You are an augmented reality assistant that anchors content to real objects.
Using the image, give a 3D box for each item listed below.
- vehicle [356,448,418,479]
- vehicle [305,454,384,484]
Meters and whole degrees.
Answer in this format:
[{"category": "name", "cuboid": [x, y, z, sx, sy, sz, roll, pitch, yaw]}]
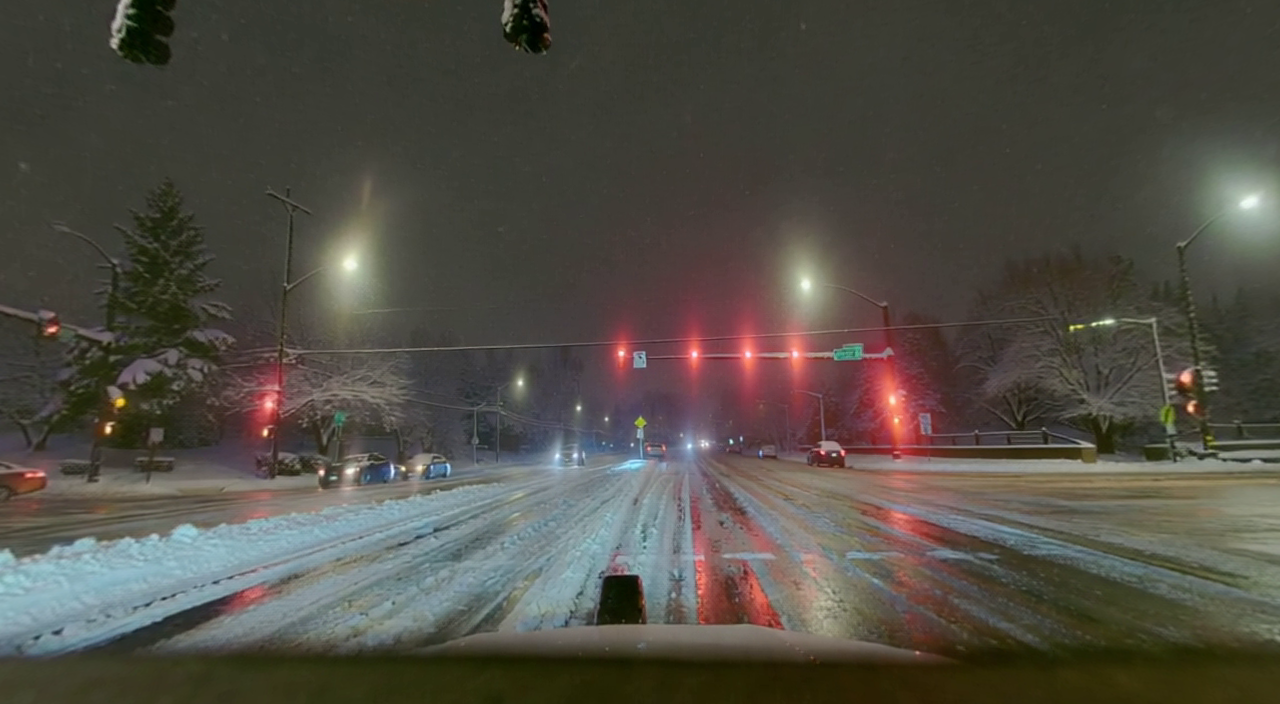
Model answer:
[{"category": "vehicle", "cuboid": [-16.178, 7.103, 40.451, 1.960, 1.819, 5.018, 0, -9, -1]}, {"category": "vehicle", "cuboid": [-16.092, 6.377, 34.496, 2.055, 1.506, 4.663, 0, -9, 0]}]
